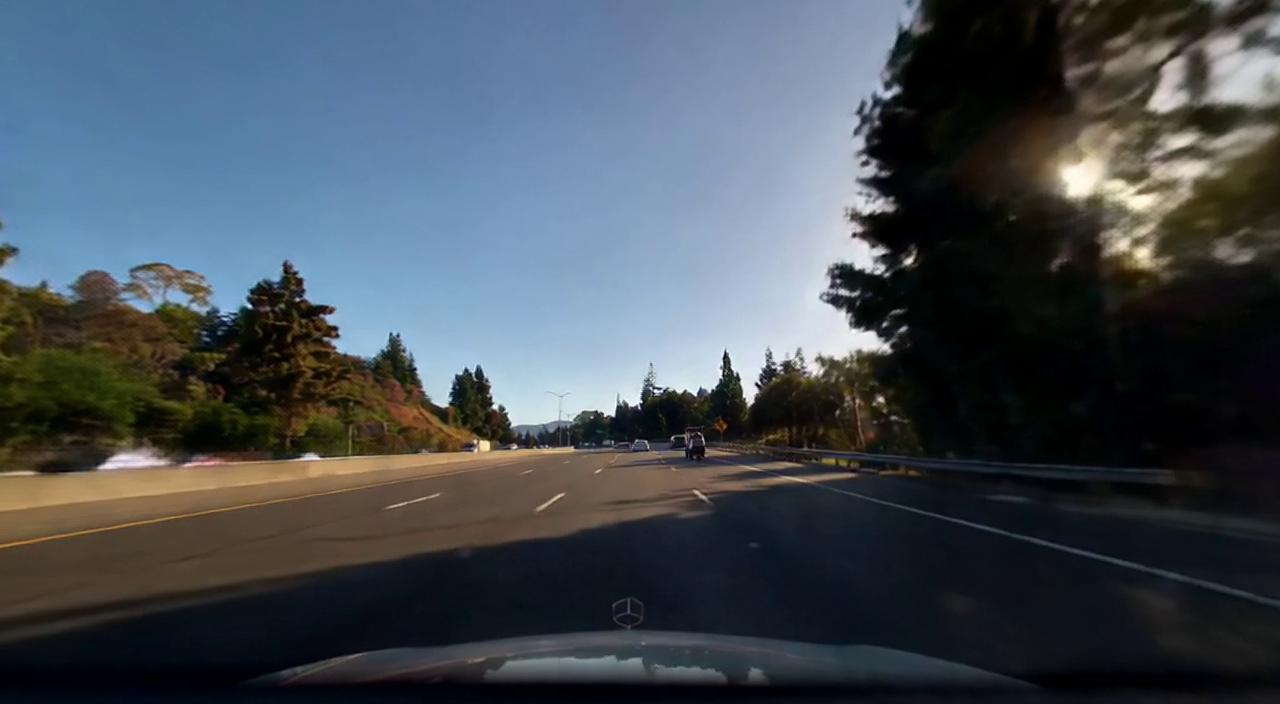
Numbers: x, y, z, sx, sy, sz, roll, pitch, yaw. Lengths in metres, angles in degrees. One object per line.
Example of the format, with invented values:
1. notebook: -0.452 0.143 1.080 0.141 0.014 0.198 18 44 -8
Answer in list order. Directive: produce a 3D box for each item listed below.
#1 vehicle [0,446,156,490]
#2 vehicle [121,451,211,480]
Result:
1. vehicle: -24.807 5.064 28.052 2.228 1.729 5.294 -1 -8 1
2. vehicle: -27.859 6.657 37.274 1.800 1.501 4.456 -1 -8 1
